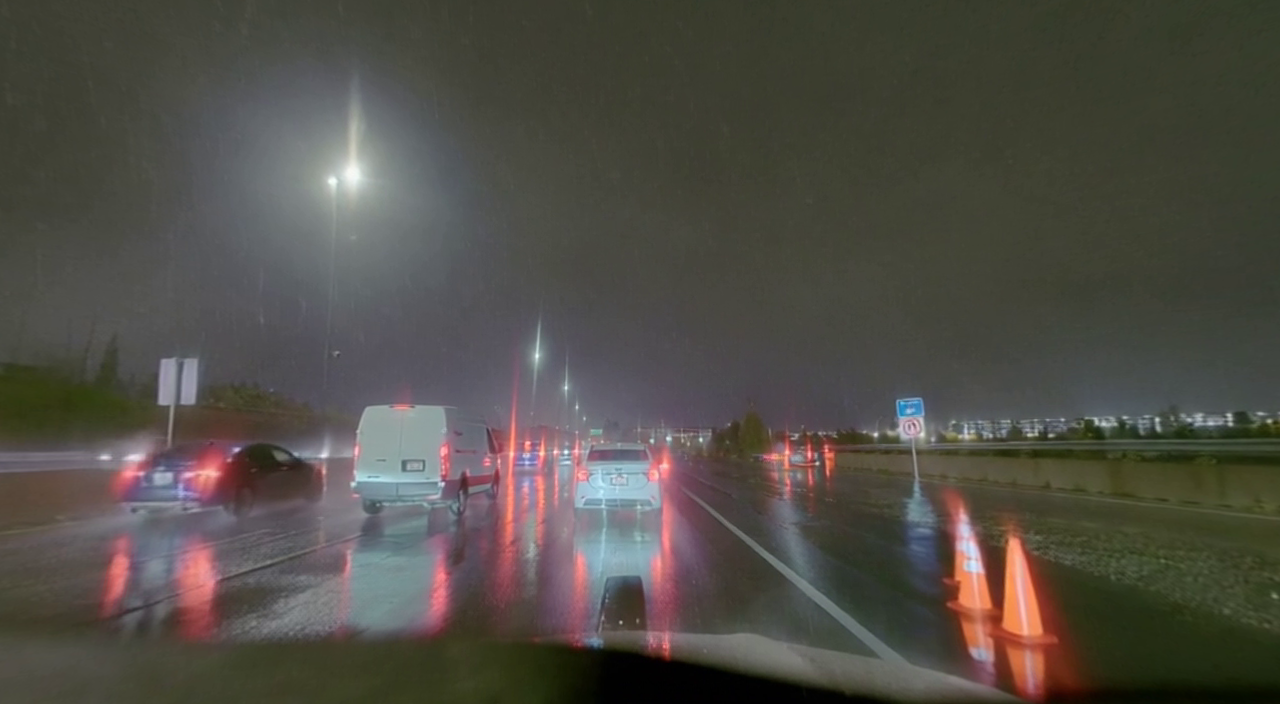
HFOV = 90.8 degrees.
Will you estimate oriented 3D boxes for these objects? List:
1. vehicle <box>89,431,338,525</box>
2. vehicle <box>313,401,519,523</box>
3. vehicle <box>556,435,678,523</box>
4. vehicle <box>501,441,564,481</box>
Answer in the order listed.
[{"bbox_3d":[-7.974,2.369,12.462,1.930,1.506,4.279,0,-9,0],"label":"vehicle"},{"bbox_3d":[-4.275,2.262,13.455,2.324,2.012,5.740,0,-9,-1],"label":"vehicle"},{"bbox_3d":[-0.434,2.466,12.815,2.069,1.484,3.918,0,-8,-1],"label":"vehicle"},{"bbox_3d":[-4.224,4.310,25.341,1.824,1.459,4.007,0,-9,0],"label":"vehicle"}]
